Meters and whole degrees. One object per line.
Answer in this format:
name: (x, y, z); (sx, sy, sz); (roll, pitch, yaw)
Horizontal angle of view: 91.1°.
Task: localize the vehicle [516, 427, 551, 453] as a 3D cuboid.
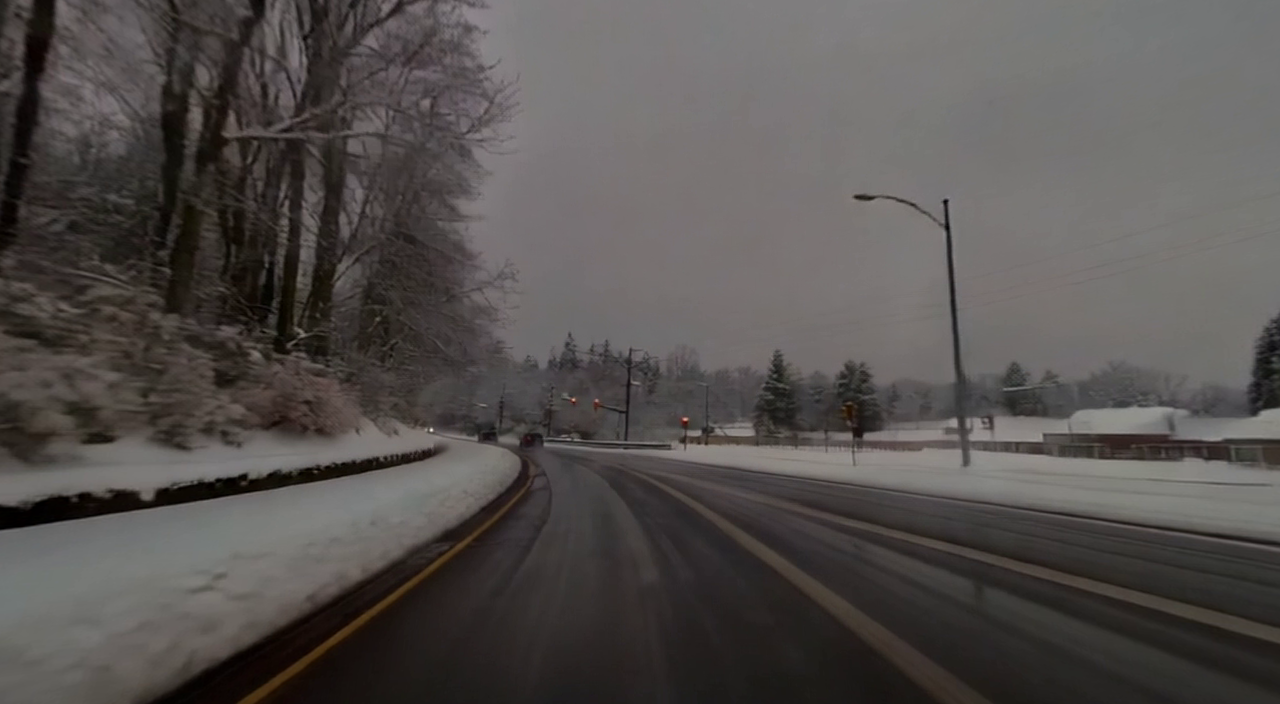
vehicle: (-7.689, 6.347, 45.127); (1.947, 1.729, 4.051); (2, -8, -17)
